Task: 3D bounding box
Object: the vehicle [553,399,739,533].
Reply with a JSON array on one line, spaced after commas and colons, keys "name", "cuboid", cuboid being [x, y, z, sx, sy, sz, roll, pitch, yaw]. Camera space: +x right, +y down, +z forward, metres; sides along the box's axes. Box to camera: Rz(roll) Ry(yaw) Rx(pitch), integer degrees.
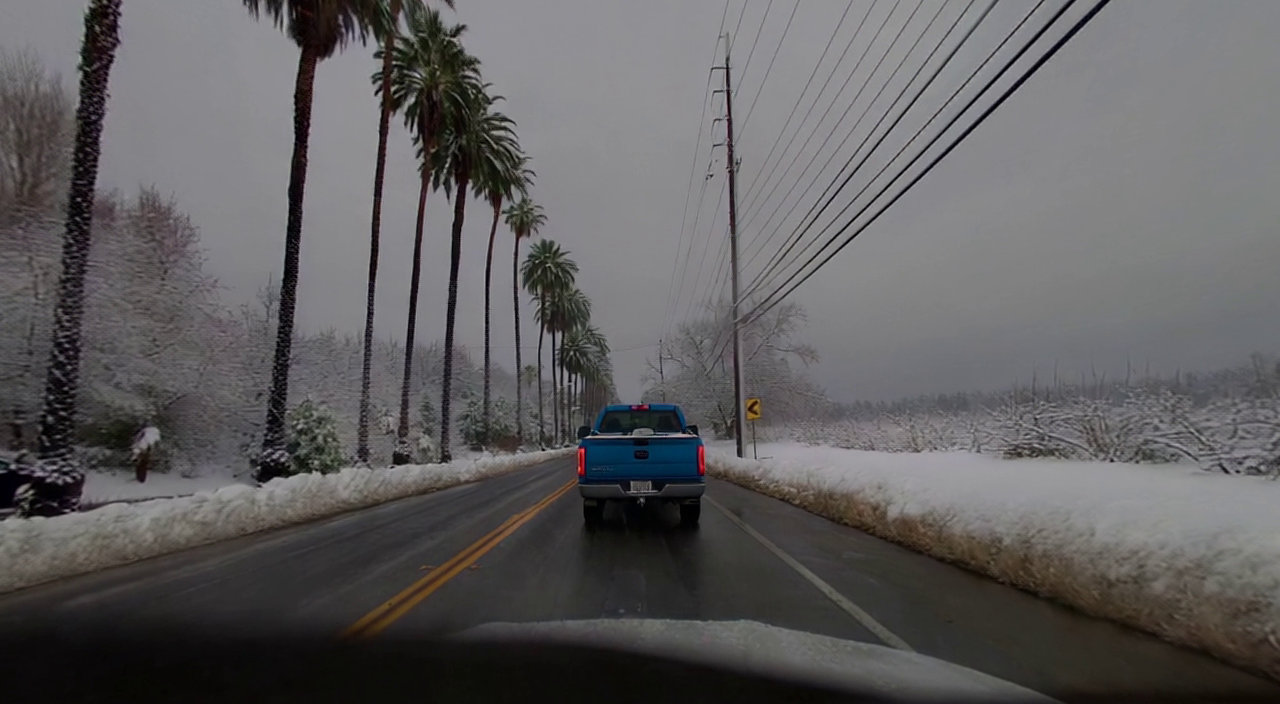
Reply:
[{"name": "vehicle", "cuboid": [0.047, 2.159, 12.501, 2.803, 2.005, 5.885, 0, -8, -1]}]
